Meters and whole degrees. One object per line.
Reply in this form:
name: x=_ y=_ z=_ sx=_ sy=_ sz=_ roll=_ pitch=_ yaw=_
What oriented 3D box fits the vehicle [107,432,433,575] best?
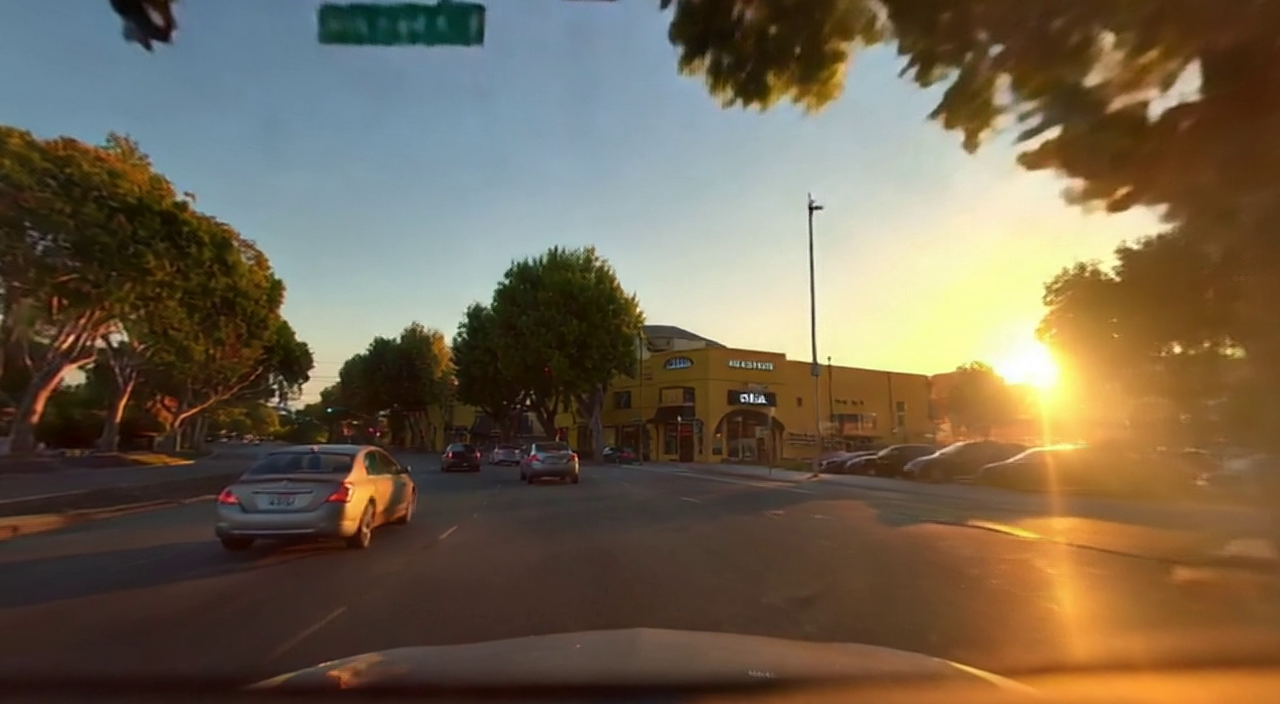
vehicle: x=-4.738 y=1.965 z=9.196 sx=2.105 sy=1.477 sz=4.857 roll=0 pitch=-8 yaw=-4

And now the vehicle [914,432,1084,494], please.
vehicle: x=9.918 y=3.088 z=17.963 sx=1.919 sy=1.489 sz=4.889 roll=0 pitch=-8 yaw=-1

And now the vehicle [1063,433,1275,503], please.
vehicle: x=12.594 y=2.761 z=15.390 sx=1.762 sy=1.453 sz=3.976 roll=-1 pitch=-8 yaw=1

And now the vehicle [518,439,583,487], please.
vehicle: x=-3.263 y=3.859 z=22.286 sx=2.001 sy=1.483 sz=4.442 roll=1 pitch=-8 yaw=-11

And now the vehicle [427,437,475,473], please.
vehicle: x=-9.061 y=4.945 z=30.398 sx=2.042 sy=1.593 sz=3.956 roll=2 pitch=-9 yaw=-15
